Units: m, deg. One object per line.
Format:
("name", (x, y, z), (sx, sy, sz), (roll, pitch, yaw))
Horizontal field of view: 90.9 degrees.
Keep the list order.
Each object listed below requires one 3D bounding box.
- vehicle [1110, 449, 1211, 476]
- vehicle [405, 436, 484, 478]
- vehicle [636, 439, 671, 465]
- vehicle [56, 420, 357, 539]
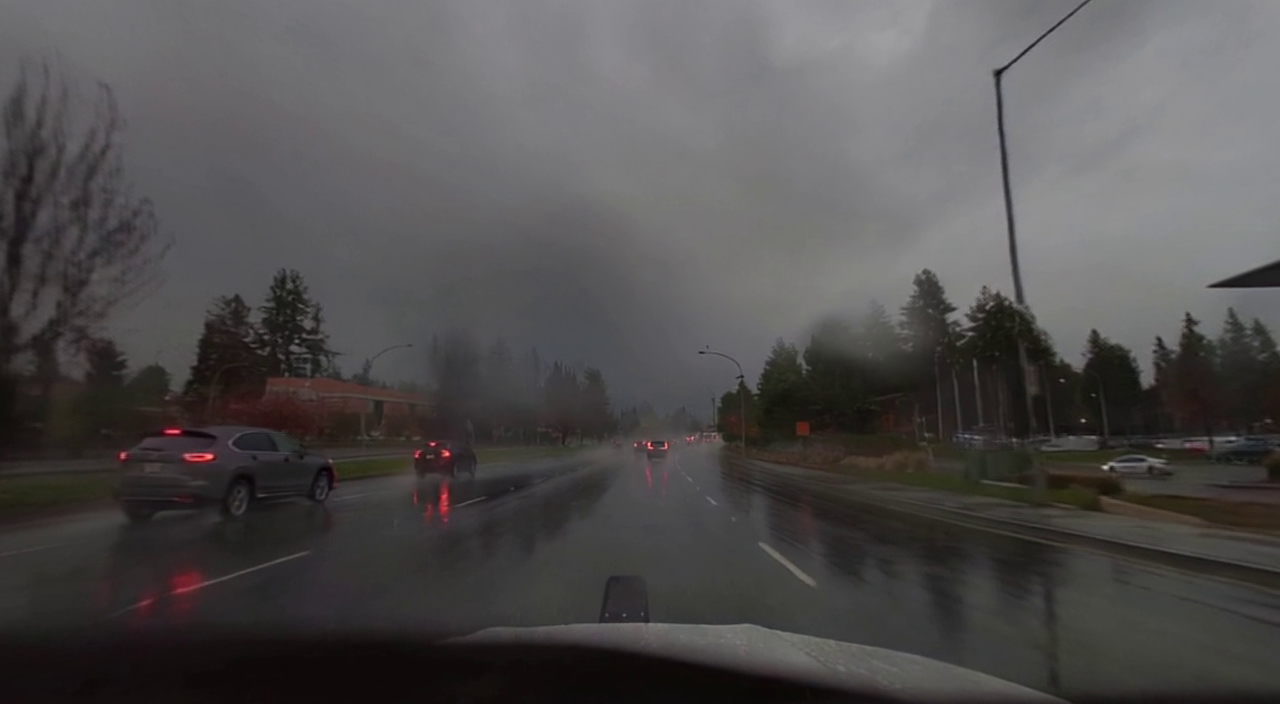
("vehicle", (31.876, 6.768, 38.843), (1.966, 1.494, 4.685), (1, -9, -6))
("vehicle", (-9.019, 4.887, 29.574), (2.097, 1.782, 4.682), (0, -9, 2))
("vehicle", (1.028, 7.206, 45.543), (2.345, 1.803, 4.261), (0, -9, 3))
("vehicle", (-7.460, 2.228, 11.651), (2.181, 1.728, 4.515), (0, -9, 3))
